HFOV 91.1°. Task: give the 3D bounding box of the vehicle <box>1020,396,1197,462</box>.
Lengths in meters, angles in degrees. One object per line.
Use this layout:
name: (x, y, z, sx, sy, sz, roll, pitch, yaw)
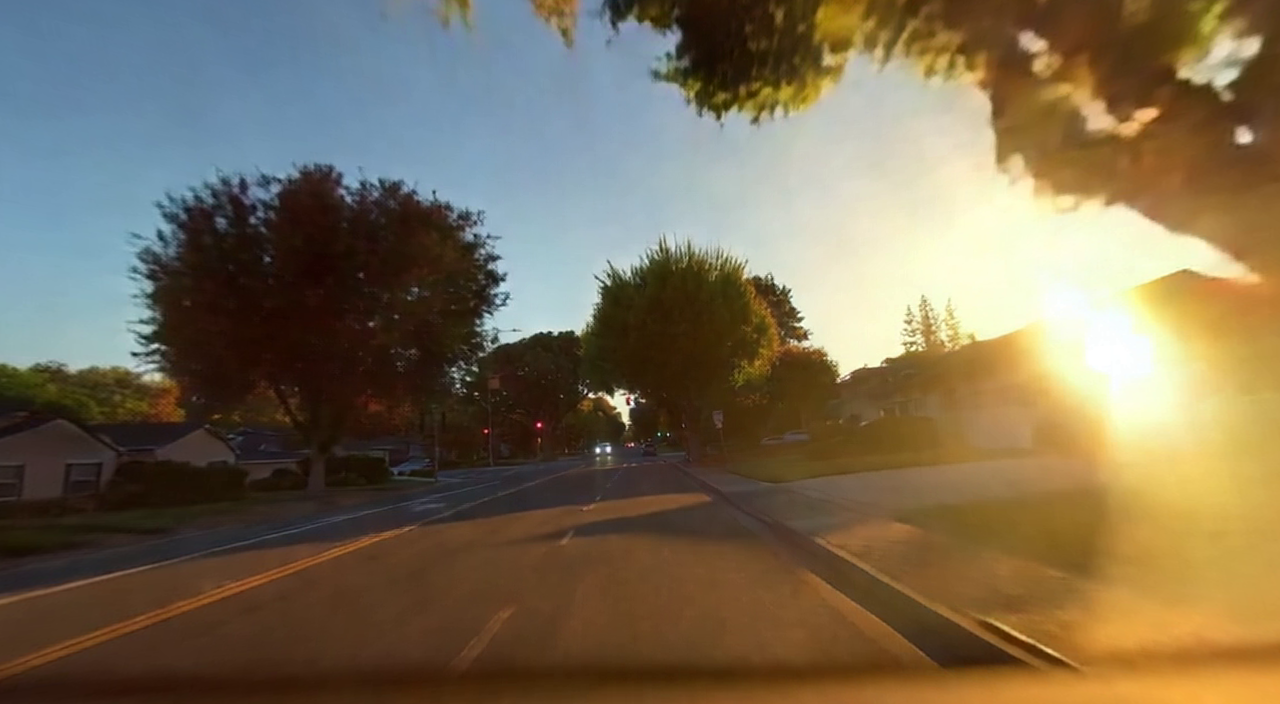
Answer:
vehicle: (14.305, 2.379, 19.334, 3.917, 1.454, 1.725, -7, -8, 0)
